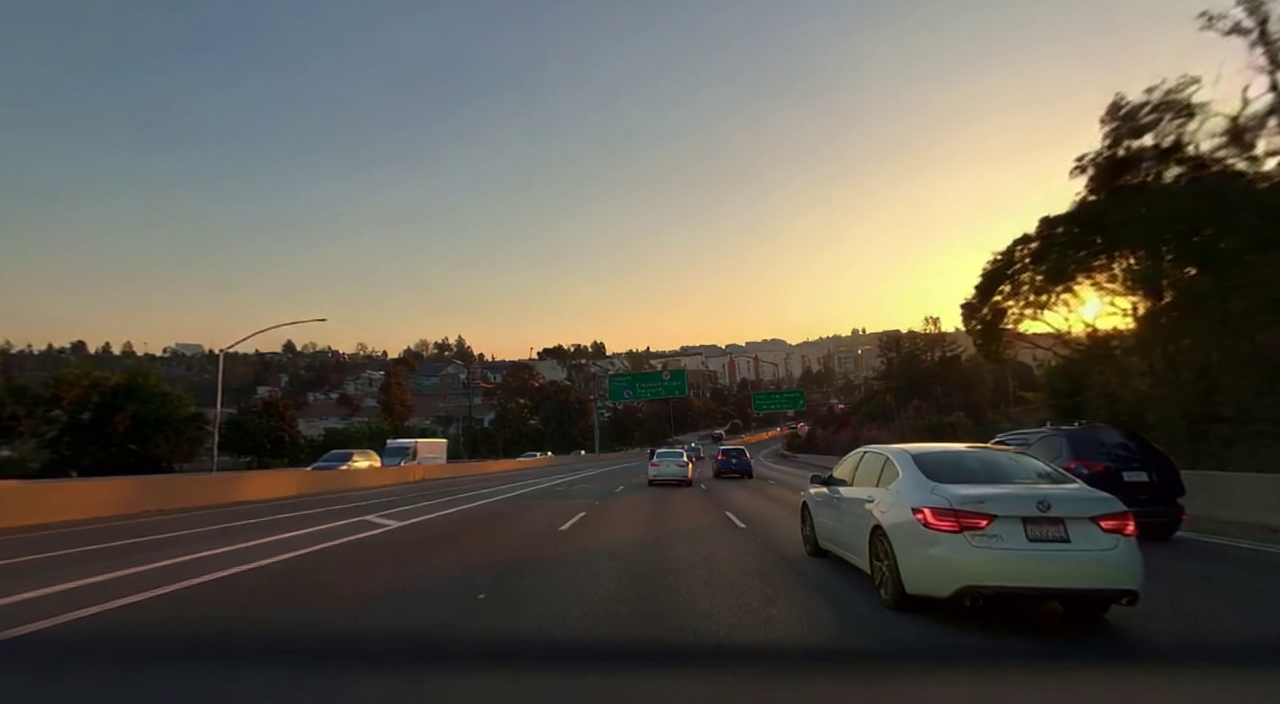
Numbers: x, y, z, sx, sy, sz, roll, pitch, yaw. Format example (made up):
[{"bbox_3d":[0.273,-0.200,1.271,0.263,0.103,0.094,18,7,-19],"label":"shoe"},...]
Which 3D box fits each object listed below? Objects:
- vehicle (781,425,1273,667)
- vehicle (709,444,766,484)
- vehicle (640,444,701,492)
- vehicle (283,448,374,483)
[{"bbox_3d":[2.922,1.570,6.265,2.009,1.489,4.559,0,-9,0],"label":"vehicle"},{"bbox_3d":[4.338,5.050,28.638,2.076,1.684,4.241,0,-9,3],"label":"vehicle"},{"bbox_3d":[1.135,4.275,23.426,2.074,1.614,3.803,-1,-9,3],"label":"vehicle"},{"bbox_3d":[-18.246,6.657,37.233,2.113,1.862,5.561,-1,-9,5],"label":"vehicle"}]
